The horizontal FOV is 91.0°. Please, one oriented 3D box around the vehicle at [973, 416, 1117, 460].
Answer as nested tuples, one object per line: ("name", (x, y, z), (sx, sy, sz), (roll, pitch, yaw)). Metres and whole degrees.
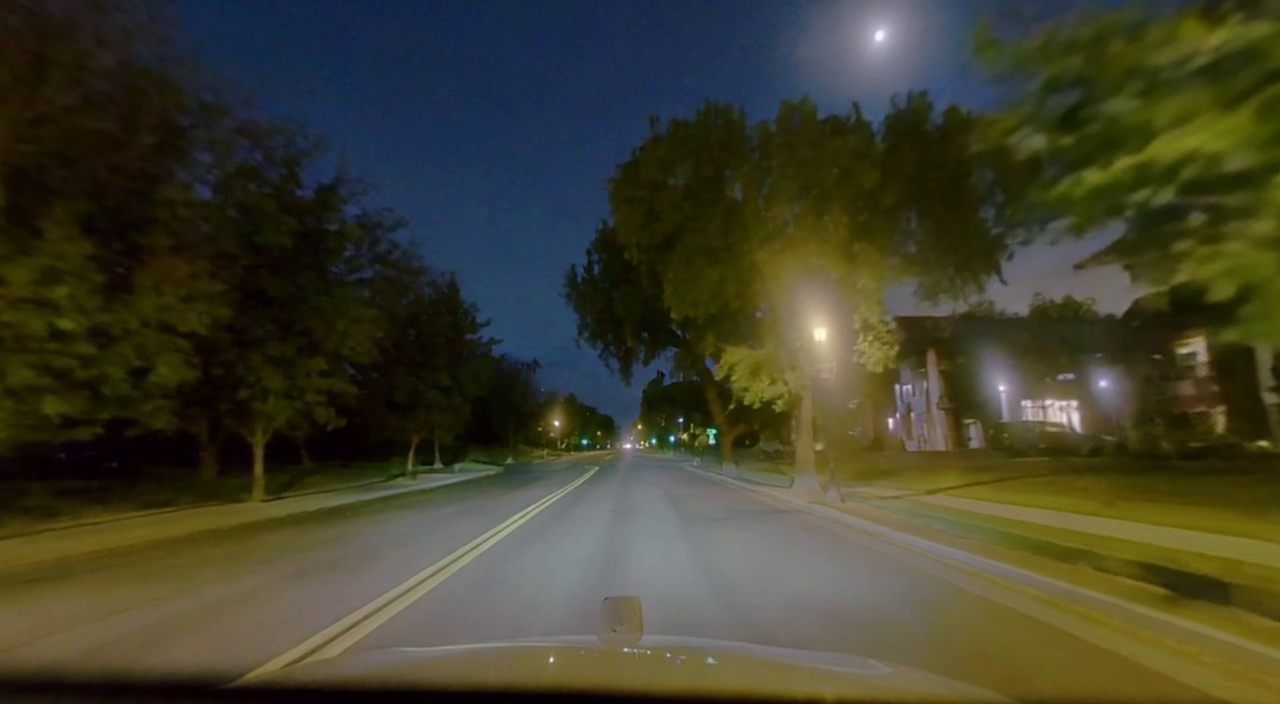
("vehicle", (16.955, 3.629, 26.522), (4.562, 1.736, 2.092), (0, -8, -2))
